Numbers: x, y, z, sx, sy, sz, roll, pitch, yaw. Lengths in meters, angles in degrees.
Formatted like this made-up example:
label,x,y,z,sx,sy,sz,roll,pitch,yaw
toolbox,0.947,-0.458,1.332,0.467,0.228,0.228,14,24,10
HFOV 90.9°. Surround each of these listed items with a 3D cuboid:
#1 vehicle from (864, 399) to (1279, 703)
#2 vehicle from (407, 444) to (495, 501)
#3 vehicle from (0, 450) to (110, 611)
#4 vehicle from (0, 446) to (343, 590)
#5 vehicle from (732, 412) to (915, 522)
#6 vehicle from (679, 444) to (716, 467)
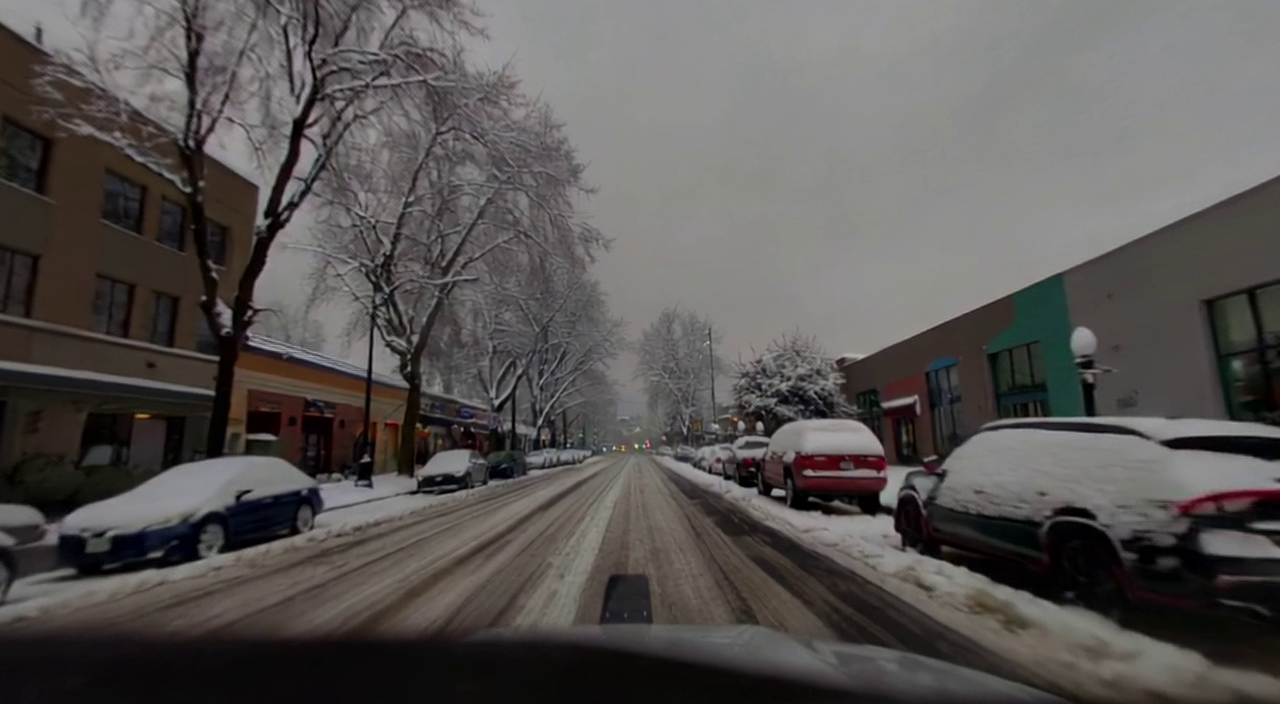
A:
label,x,y,z,sx,sy,sz,roll,pitch,yaw
vehicle,3.910,1.375,5.730,2.008,1.644,4.476,0,-8,-1
vehicle,-7.163,4.553,24.538,1.996,1.770,5.518,-2,-7,-3
vehicle,-7.223,1.613,4.867,2.001,1.502,4.851,-1,-7,1
vehicle,-7.073,2.369,10.052,2.182,1.522,4.946,-3,-7,2
vehicle,3.789,2.472,14.334,2.390,2.005,5.276,0,-8,-2
vehicle,4.046,7.400,45.141,2.081,1.463,4.263,0,-8,-3
